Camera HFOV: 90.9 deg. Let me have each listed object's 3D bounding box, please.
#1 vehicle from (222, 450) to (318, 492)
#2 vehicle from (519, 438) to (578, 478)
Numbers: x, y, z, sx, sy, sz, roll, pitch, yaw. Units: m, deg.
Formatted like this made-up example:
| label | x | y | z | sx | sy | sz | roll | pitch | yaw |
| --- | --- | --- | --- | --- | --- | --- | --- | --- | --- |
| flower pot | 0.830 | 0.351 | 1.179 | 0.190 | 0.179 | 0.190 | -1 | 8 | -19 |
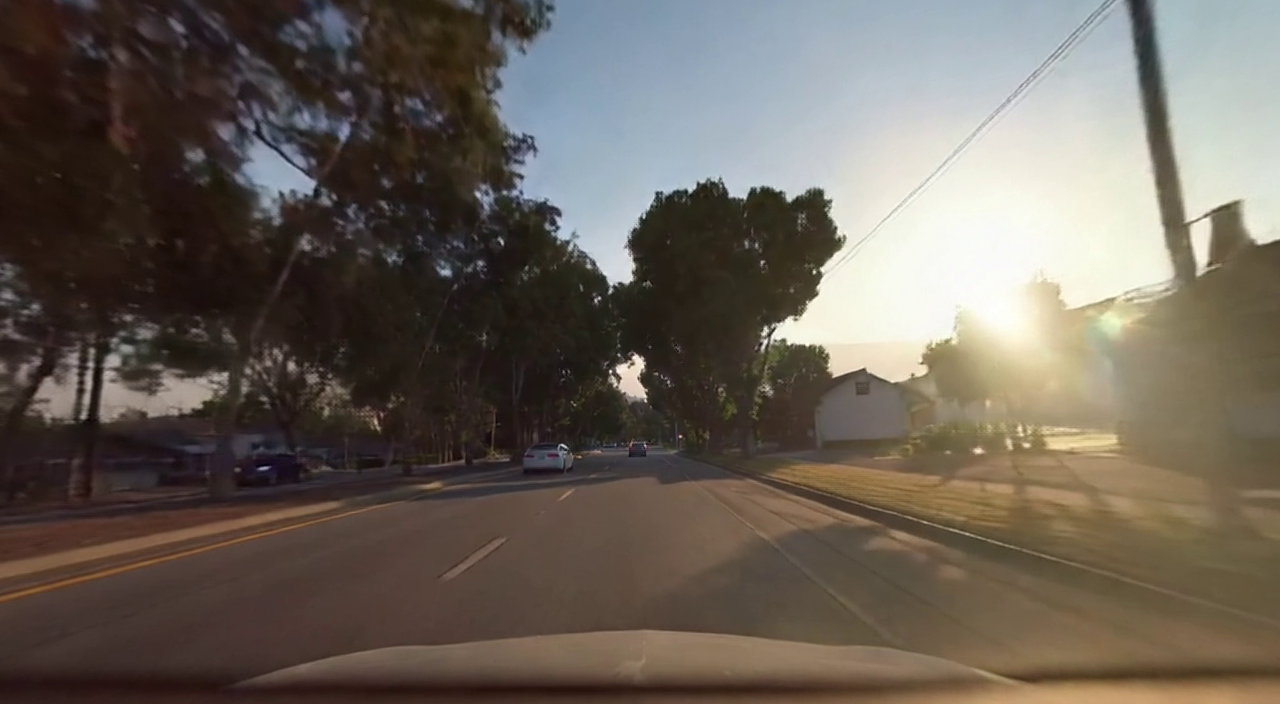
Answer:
| label | x | y | z | sx | sy | sz | roll | pitch | yaw |
| --- | --- | --- | --- | --- | --- | --- | --- | --- | --- |
| vehicle | -15.692 | 5.055 | 27.005 | 1.783 | 1.610 | 3.836 | 0 | -8 | -1 |
| vehicle | -4.024 | 4.721 | 28.359 | 1.914 | 1.630 | 4.351 | 0 | -8 | 1 |
